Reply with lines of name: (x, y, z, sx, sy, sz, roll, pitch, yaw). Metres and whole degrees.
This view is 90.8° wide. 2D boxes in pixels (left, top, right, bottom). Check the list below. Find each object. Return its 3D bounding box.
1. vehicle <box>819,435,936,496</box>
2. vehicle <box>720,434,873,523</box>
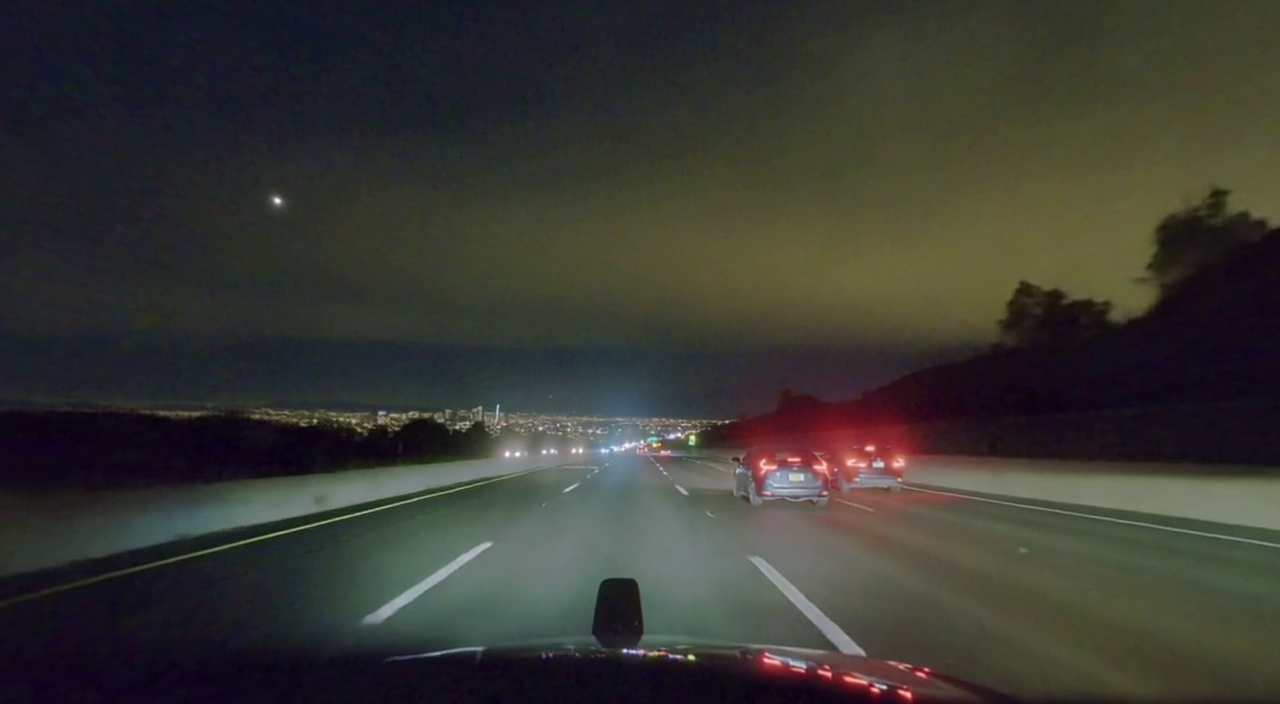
vehicle: (6.841, 3.295, 18.685, 1.856, 1.592, 3.920, 0, -8, -1)
vehicle: (3.041, 2.570, 13.444, 1.982, 1.533, 4.612, 0, -8, -1)
